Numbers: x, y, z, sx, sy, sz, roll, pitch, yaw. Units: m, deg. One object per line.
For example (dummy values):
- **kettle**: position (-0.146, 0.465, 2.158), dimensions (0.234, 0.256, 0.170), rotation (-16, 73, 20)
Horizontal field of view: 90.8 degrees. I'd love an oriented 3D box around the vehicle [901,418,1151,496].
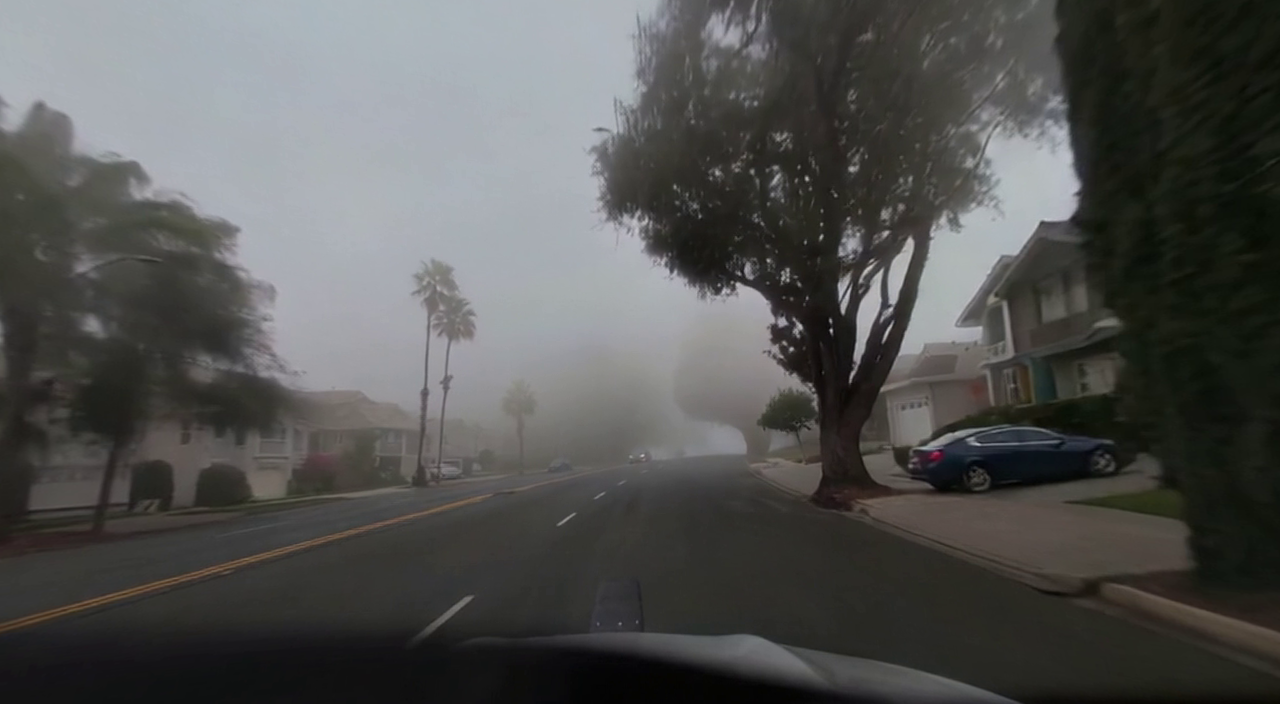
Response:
- **vehicle**: position (9.060, 2.505, 15.174), dimensions (4.646, 1.687, 1.975), rotation (-1, -8, 0)
